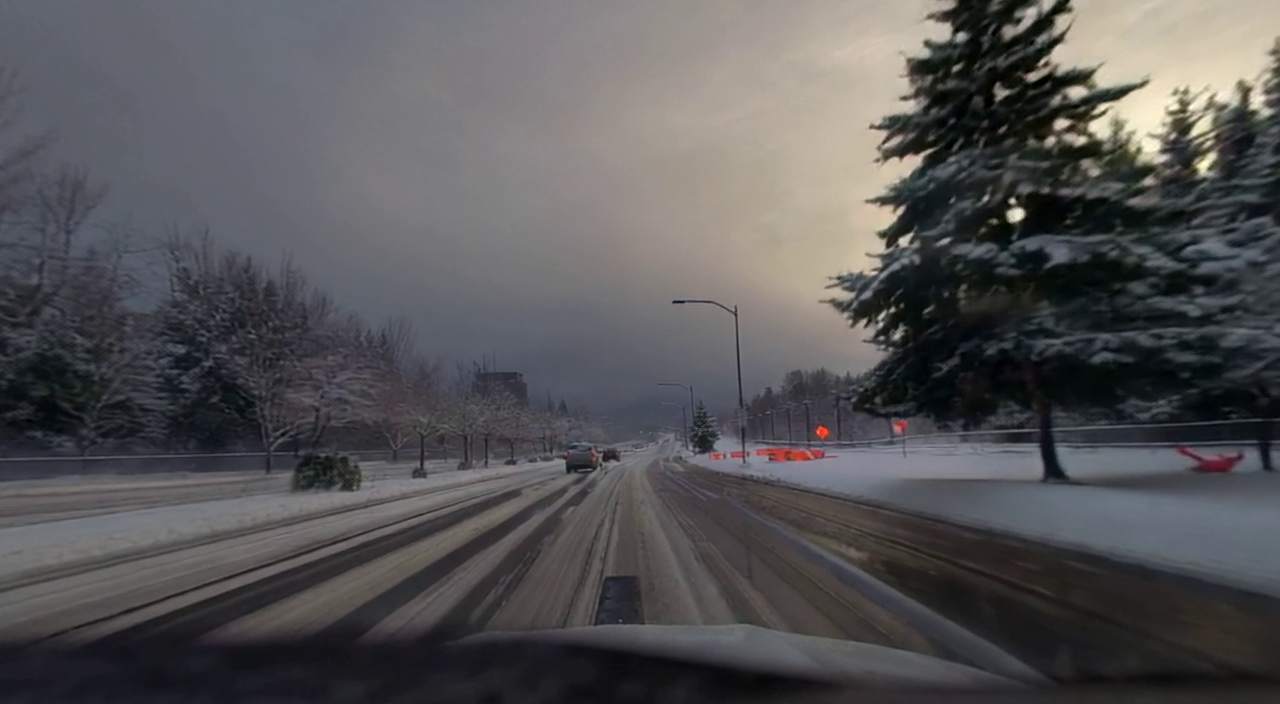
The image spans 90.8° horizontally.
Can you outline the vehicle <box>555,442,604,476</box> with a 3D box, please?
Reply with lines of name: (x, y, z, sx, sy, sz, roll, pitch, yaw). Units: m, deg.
vehicle: (-3.116, 5.545, 33.136, 2.121, 1.654, 3.993, 0, -8, 1)
